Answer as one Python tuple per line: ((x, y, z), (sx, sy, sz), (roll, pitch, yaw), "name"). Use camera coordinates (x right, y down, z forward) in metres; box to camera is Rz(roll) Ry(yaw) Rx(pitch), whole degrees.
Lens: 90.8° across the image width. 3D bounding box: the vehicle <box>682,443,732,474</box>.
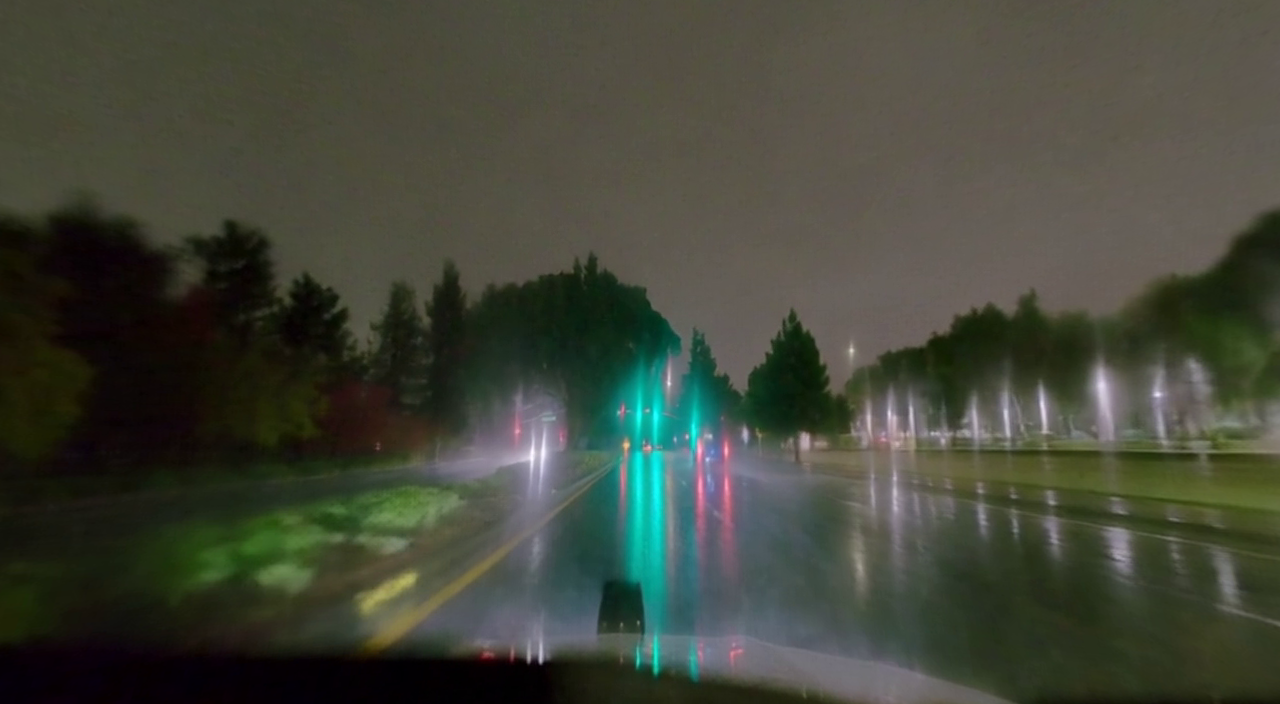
((3.344, 5.409, 32.314), (2.056, 1.483, 4.091), (0, -8, -1), "vehicle")
